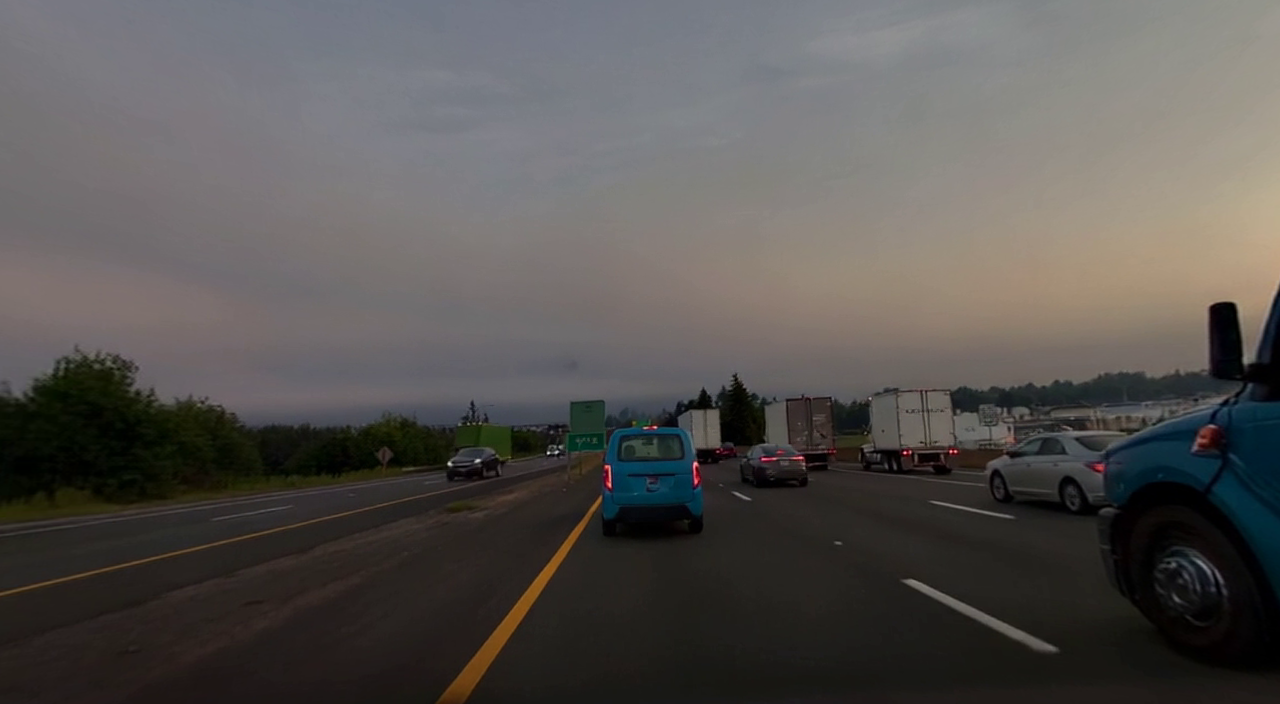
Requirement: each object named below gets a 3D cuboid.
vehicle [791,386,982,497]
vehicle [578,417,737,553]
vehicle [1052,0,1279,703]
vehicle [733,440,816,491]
[{"bbox_3d":[8.447,3.402,23.562,2.799,3.188,10.578,0,-9,0],"label":"vehicle"},{"bbox_3d":[0.260,1.928,9.588,1.965,1.664,3.428,-1,-9,2],"label":"vehicle"},{"bbox_3d":[4.271,-0.260,1.010,2.987,3.877,5.881,0,-9,0],"label":"vehicle"},{"bbox_3d":[4.337,3.696,20.750,1.859,1.512,3.711,0,-9,-1],"label":"vehicle"}]
